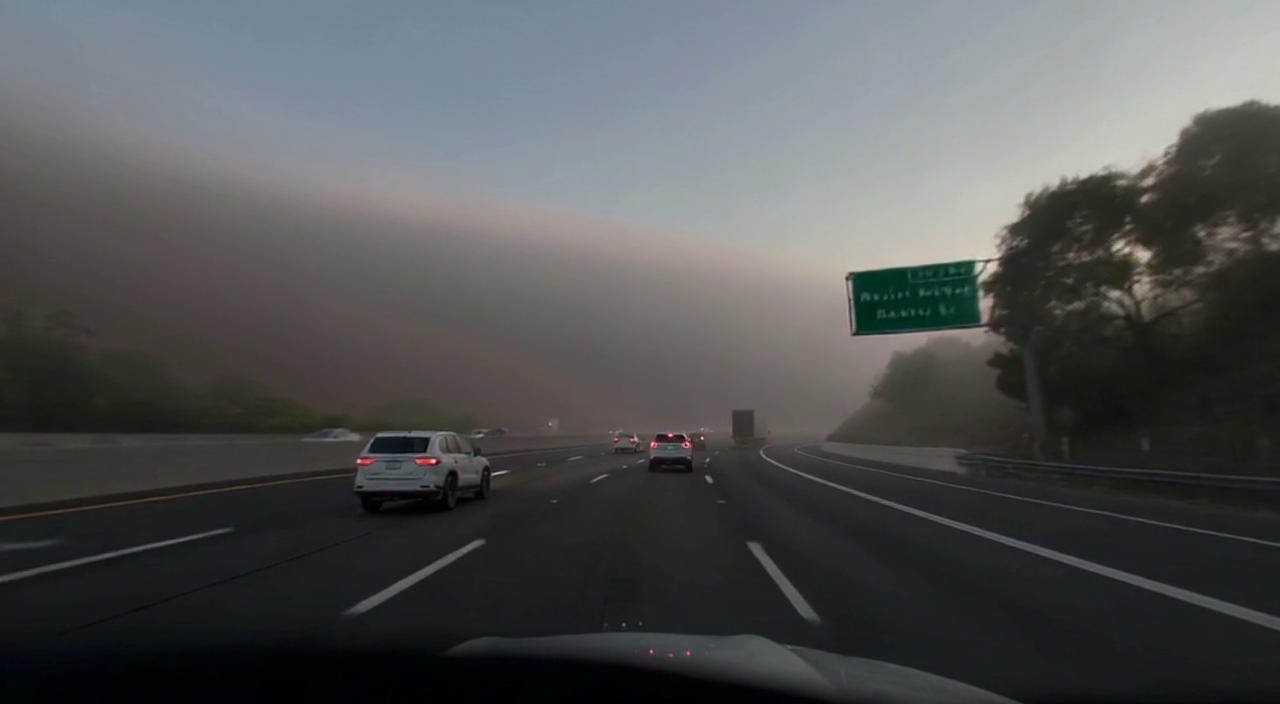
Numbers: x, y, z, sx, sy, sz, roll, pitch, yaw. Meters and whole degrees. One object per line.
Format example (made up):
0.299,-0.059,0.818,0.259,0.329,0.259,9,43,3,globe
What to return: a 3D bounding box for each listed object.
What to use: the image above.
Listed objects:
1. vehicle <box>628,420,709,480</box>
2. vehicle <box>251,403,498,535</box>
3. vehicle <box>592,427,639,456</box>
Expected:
1.006,3.320,21.588,2.484,1.820,4.497,-1,-8,4,vehicle
-3.964,1.836,10.475,2.077,1.712,4.406,0,-8,1,vehicle
-1.456,5.573,39.289,2.194,1.702,4.305,-1,-8,7,vehicle
